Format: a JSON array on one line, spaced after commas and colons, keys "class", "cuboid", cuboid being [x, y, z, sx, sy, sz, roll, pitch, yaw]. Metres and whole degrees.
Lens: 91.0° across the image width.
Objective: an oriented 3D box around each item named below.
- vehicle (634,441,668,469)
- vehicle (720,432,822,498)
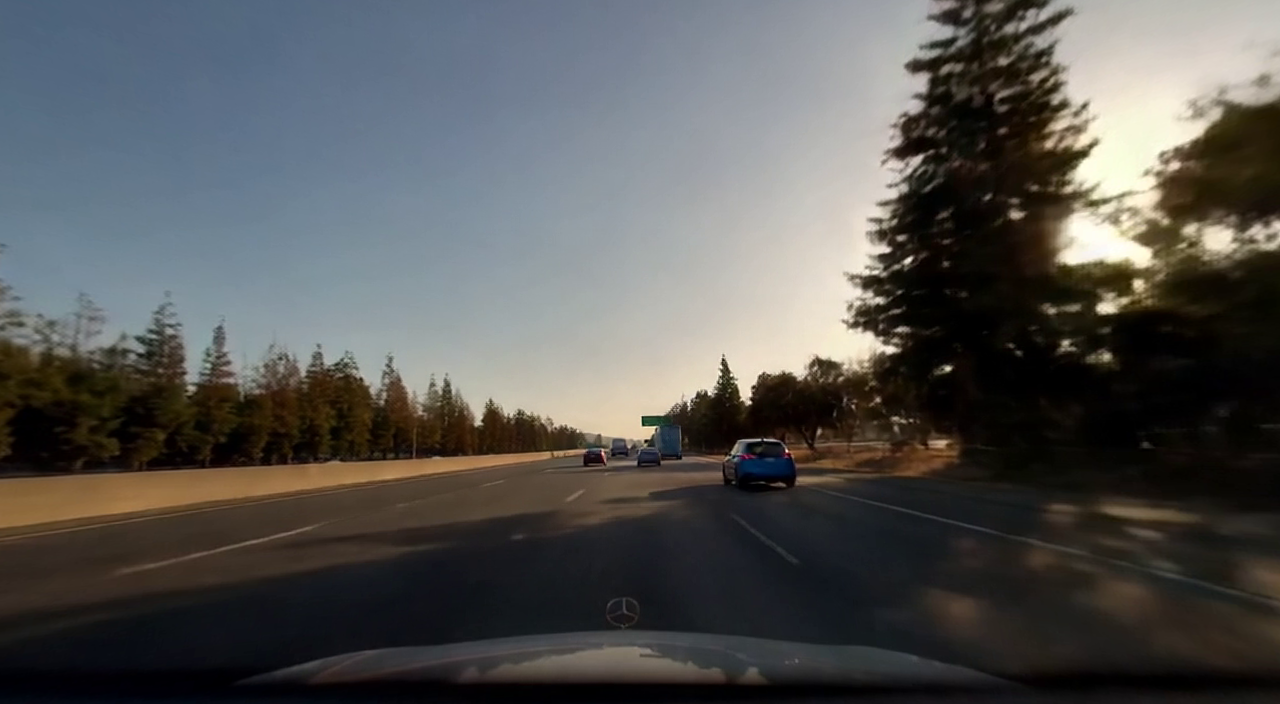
[{"class": "vehicle", "cuboid": [0.711, 7.142, 43.760, 2.205, 1.785, 4.423, 0, -9, 0]}, {"class": "vehicle", "cuboid": [3.754, 3.332, 18.907, 2.082, 1.720, 4.393, 0, -9, 0]}]
